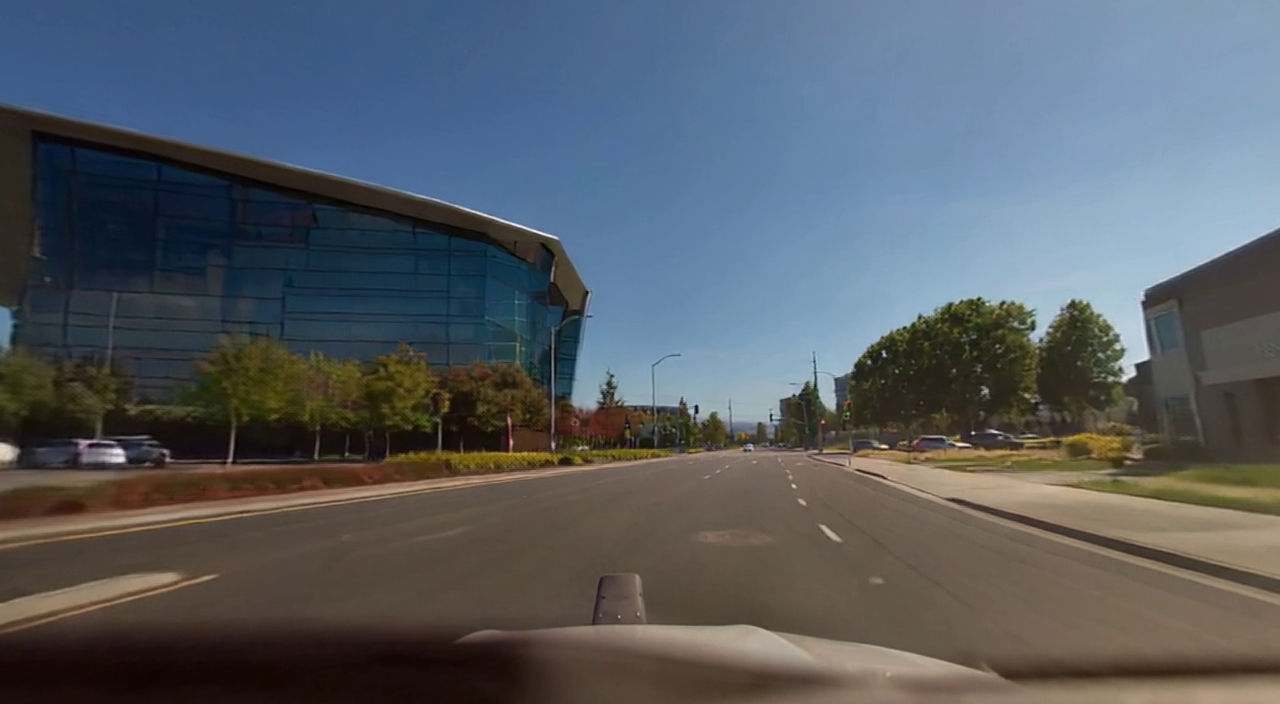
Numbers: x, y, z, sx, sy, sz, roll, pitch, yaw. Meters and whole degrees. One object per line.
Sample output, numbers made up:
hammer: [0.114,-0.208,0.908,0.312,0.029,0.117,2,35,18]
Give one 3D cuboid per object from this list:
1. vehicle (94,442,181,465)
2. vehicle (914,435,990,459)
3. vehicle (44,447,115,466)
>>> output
vehicle: [-38.724,7.841,48.949,1.946,1.658,5.042,-2,-9,13]
vehicle: [21.643,6.611,44.076,4.341,1.479,1.729,-3,-7,13]
vehicle: [-43.890,8.165,49.673,1.713,1.421,3.799,-2,-9,12]
